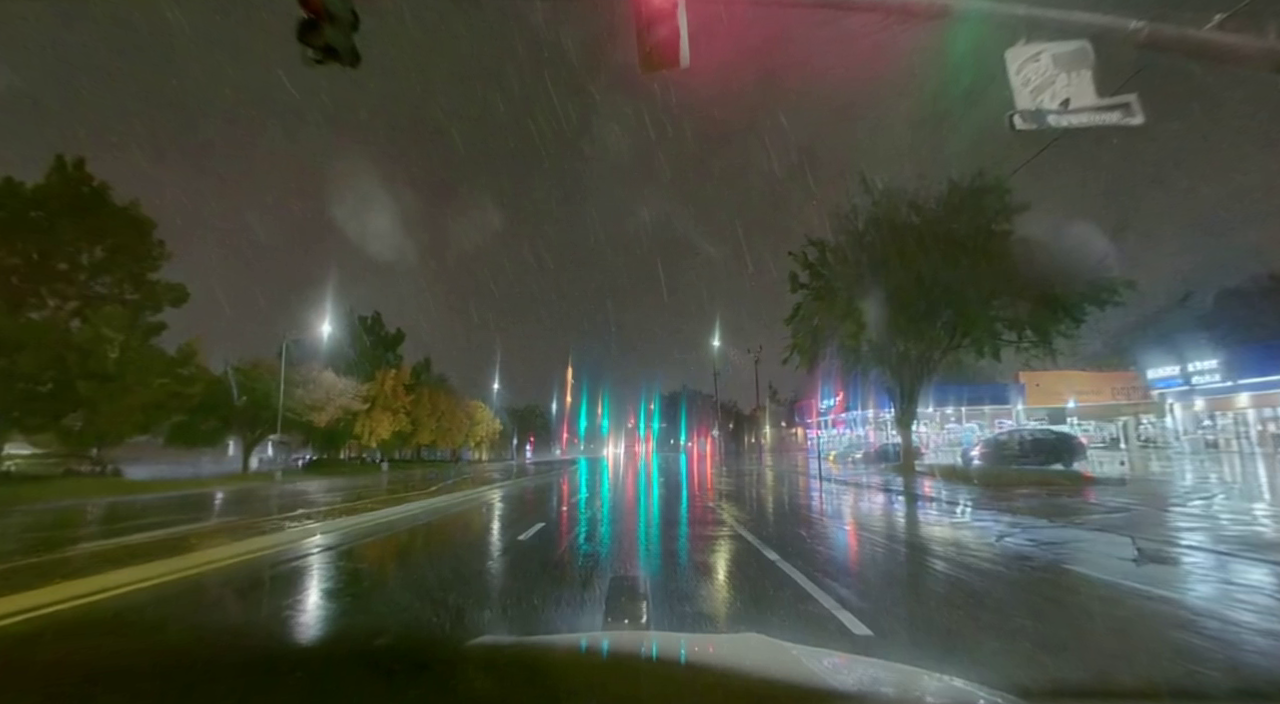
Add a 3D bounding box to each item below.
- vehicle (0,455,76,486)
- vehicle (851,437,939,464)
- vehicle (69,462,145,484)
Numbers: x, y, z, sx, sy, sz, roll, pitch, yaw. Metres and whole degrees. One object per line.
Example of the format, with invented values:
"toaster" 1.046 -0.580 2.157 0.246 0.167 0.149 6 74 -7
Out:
"vehicle" -44.876 8.700 46.544 1.967 1.945 4.695 -4 -8 2
"vehicle" 15.426 5.952 38.262 4.510 1.517 2.035 1 -9 -12
"vehicle" -39.160 8.888 46.421 1.784 1.385 4.365 0 -8 0
